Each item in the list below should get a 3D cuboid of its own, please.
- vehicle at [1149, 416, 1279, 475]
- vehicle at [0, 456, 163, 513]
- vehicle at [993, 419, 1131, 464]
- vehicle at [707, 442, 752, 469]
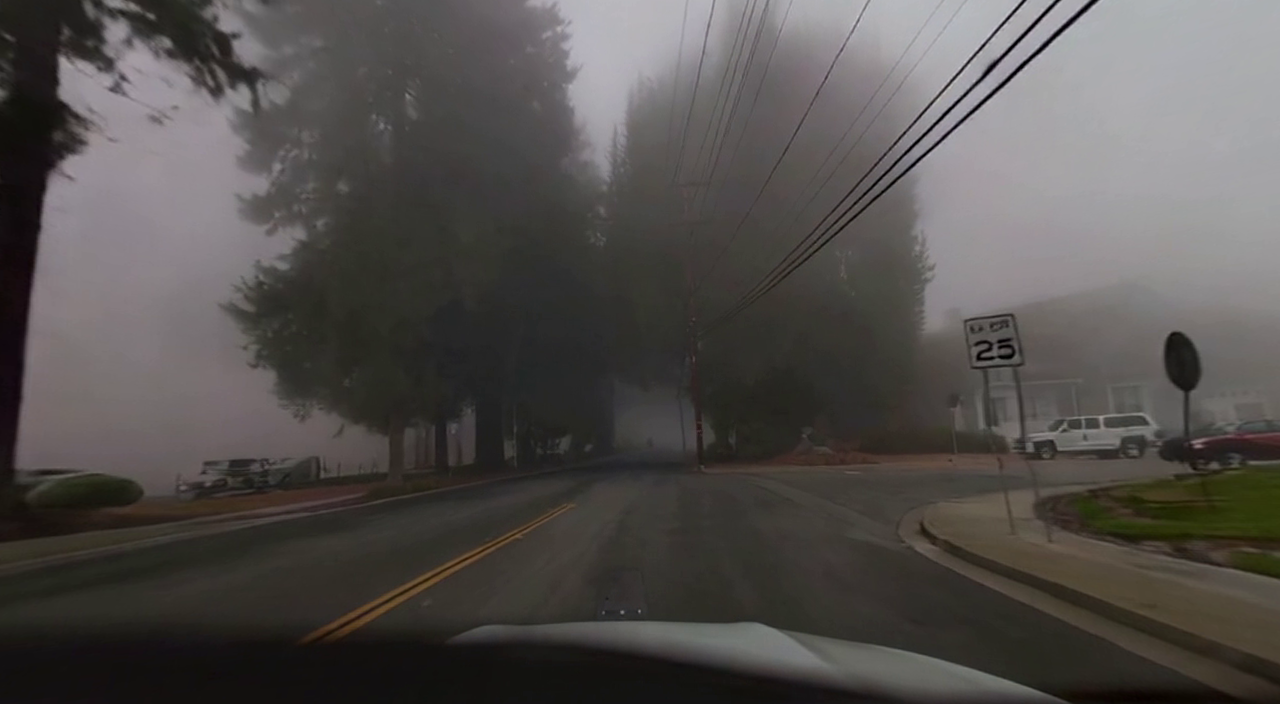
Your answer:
[{"bbox_3d":[16.664,2.436,16.561,4.727,1.457,1.958,-1,-8,7],"label":"vehicle"},{"bbox_3d":[-18.086,4.177,20.181,4.123,1.603,1.906,4,-9,-24],"label":"vehicle"},{"bbox_3d":[16.708,3.568,25.198,4.058,1.697,1.943,0,-8,2],"label":"vehicle"},{"bbox_3d":[4.967,5.780,35.525,1.990,1.435,4.526,0,-8,2],"label":"vehicle"}]
